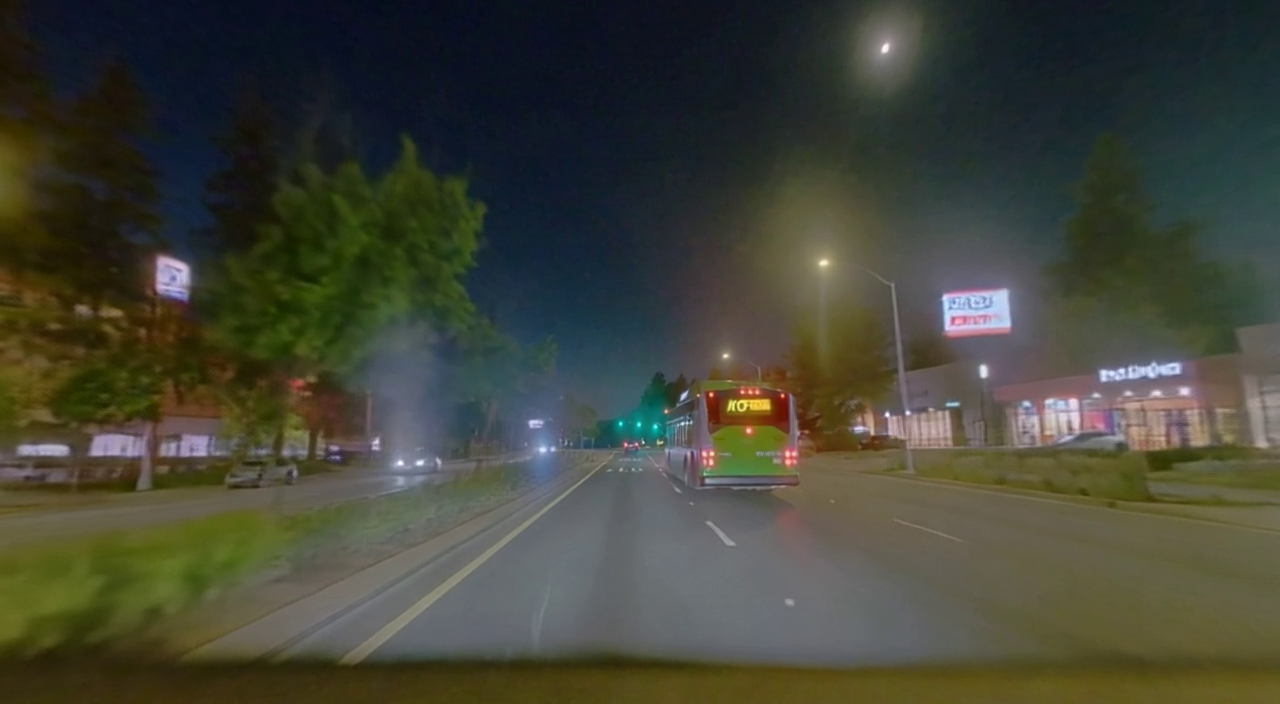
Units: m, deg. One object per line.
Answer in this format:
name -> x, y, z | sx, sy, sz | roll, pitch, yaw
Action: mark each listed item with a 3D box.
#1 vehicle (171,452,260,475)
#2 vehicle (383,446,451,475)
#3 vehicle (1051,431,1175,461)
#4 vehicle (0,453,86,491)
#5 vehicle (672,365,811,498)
vehicle -> -31.868, 8.319, 47.359 | 1.983, 1.531, 5.126 | -8, -11, 43
vehicle -> -12.406, 6.033, 35.374 | 2.081, 1.492, 4.668 | 0, -8, 1
vehicle -> 23.962, 4.764, 32.019 | 4.659, 1.434, 1.900 | -1, -8, 2
vehicle -> -31.894, 6.156, 32.465 | 2.119, 1.714, 4.993 | -3, -8, 0
vehicle -> 2.755, 2.650, 20.395 | 2.766, 3.306, 9.281 | 0, -8, -1
